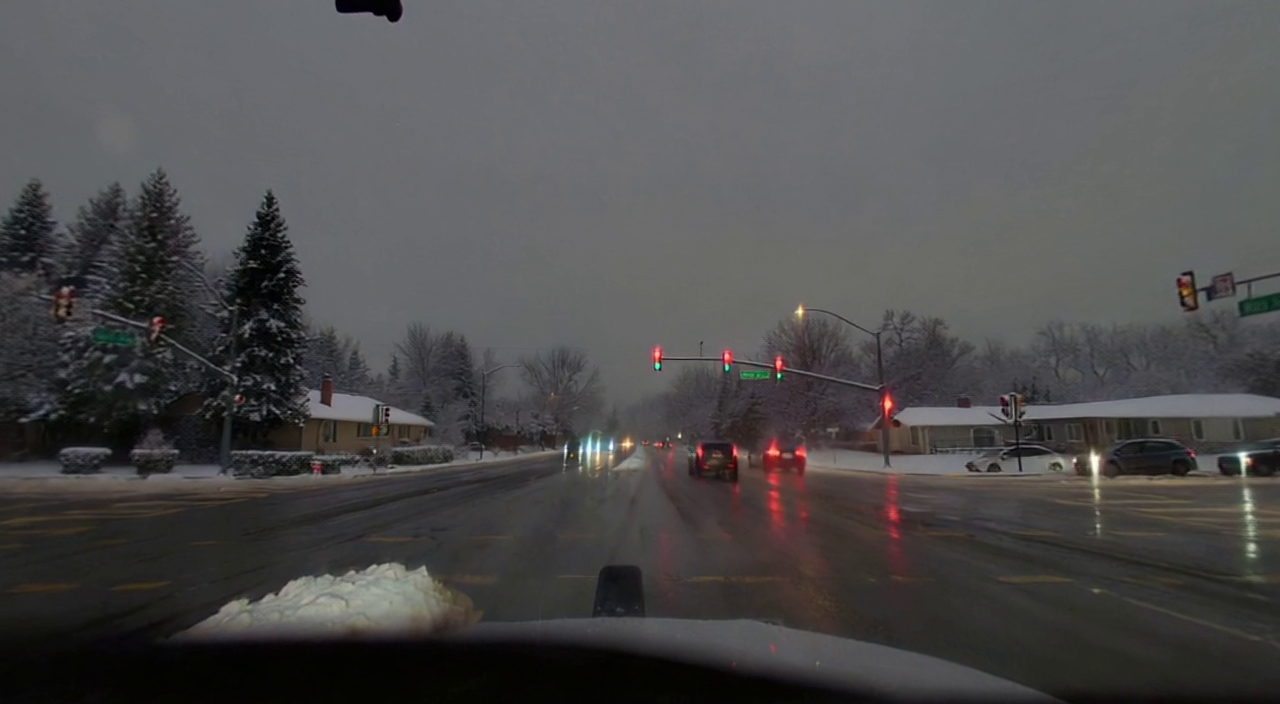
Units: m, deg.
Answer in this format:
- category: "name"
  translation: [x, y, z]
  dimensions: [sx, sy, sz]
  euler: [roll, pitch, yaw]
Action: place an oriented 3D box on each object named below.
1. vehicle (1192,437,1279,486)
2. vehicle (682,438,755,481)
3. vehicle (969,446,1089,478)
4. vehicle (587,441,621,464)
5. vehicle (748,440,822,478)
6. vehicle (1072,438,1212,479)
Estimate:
- category: "vehicle"
  translation: [23.651, 4.040, 23.453]
  dimensions: [4.417, 1.725, 1.969]
  euler: [0, -9, -1]
- category: "vehicle"
  translation: [2.929, 4.173, 24.759]
  dimensions: [2.142, 1.506, 4.948]
  euler: [0, -9, -1]
- category: "vehicle"
  translation: [19.761, 5.605, 32.229]
  dimensions: [4.874, 1.544, 1.779]
  euler: [0, -9, 1]
- category: "vehicle"
  translation: [-2.364, 6.713, 42.285]
  dimensions: [2.045, 1.484, 3.991]
  euler: [0, -9, 0]
- category: "vehicle"
  translation: [6.255, 4.676, 27.839]
  dimensions: [2.074, 1.530, 4.565]
  euler: [0, -9, -1]
- category: "vehicle"
  translation: [23.523, 4.988, 29.732]
  dimensions: [4.807, 1.835, 2.033]
  euler: [0, -9, -1]
